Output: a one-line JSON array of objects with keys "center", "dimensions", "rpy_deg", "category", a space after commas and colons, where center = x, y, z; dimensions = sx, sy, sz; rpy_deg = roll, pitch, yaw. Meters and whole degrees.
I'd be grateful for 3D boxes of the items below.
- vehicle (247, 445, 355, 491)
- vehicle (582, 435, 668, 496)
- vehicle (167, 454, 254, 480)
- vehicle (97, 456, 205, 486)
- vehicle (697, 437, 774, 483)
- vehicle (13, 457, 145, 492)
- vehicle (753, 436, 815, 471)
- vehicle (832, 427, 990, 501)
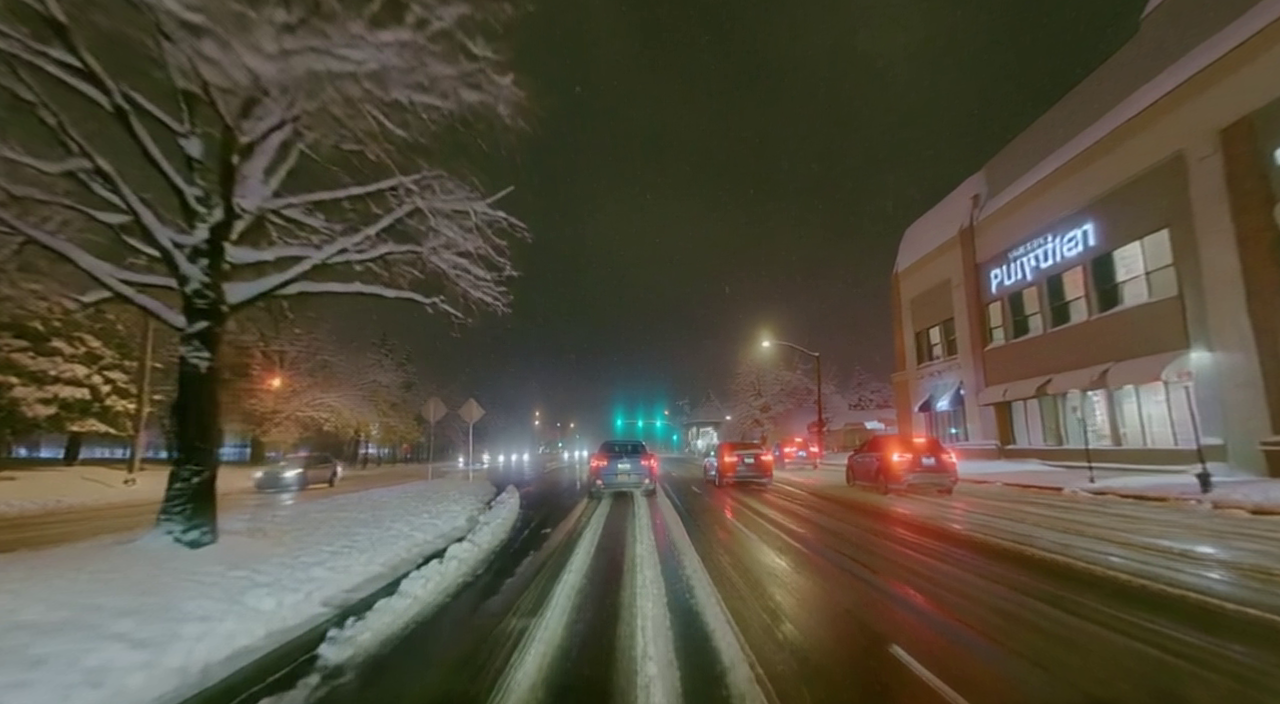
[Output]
[{"center": [-12.563, 4.274, 23.704], "dimensions": [1.934, 1.491, 3.684], "rpy_deg": [-1, -8, 1], "category": "vehicle"}, {"center": [-0.503, 3.102, 17.665], "dimensions": [2.101, 1.444, 4.248], "rpy_deg": [0, -8, -4], "category": "vehicle"}, {"center": [-28.537, 7.607, 42.034], "dimensions": [4.398, 1.630, 1.878], "rpy_deg": [0, -8, 1], "category": "vehicle"}, {"center": [-28.371, 6.904, 36.767], "dimensions": [4.576, 1.606, 2.063], "rpy_deg": [0, -8, 1], "category": "vehicle"}, {"center": [3.323, 3.874, 22.913], "dimensions": [1.993, 1.477, 4.240], "rpy_deg": [0, -8, -2], "category": "vehicle"}, {"center": [-27.763, 6.055, 31.375], "dimensions": [4.640, 1.640, 2.026], "rpy_deg": [-1, -8, 1], "category": "vehicle"}, {"center": [7.283, 5.177, 32.427], "dimensions": [2.025, 1.666, 4.448], "rpy_deg": [0, -8, -1], "category": "vehicle"}, {"center": [7.044, 2.960, 17.124], "dimensions": [2.052, 1.708, 4.842], "rpy_deg": [0, -8, -1], "category": "vehicle"}]
